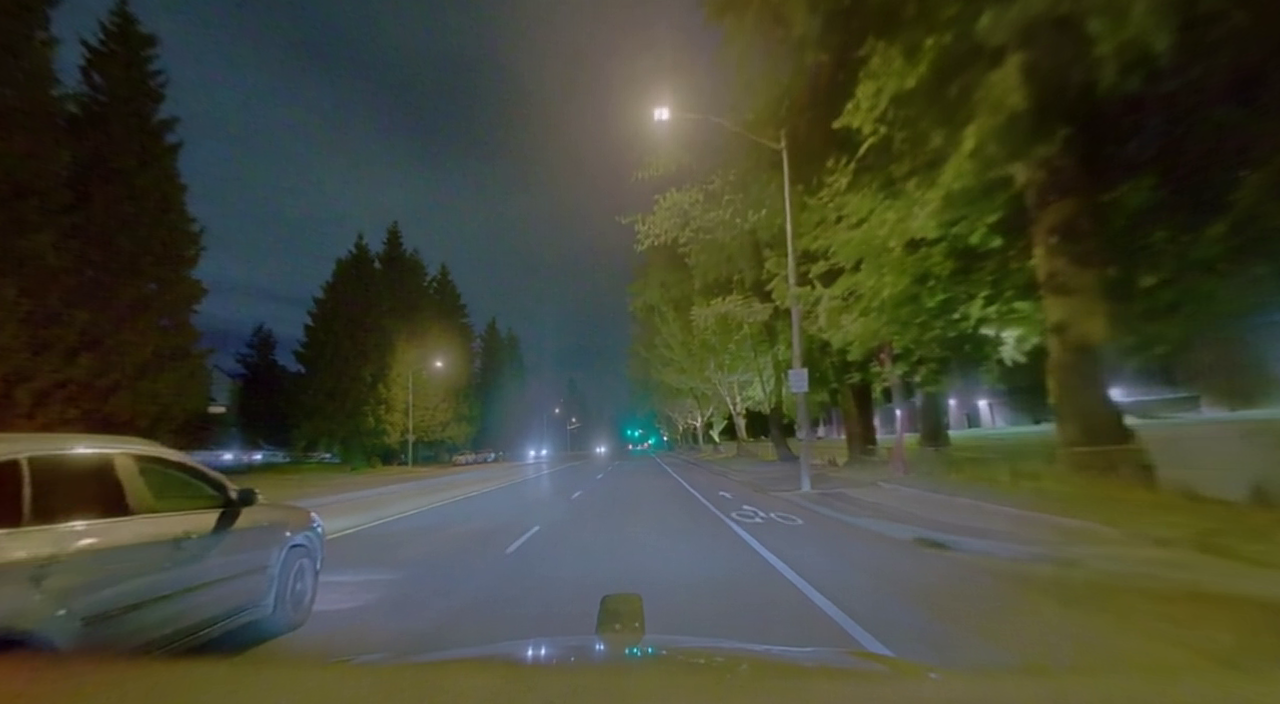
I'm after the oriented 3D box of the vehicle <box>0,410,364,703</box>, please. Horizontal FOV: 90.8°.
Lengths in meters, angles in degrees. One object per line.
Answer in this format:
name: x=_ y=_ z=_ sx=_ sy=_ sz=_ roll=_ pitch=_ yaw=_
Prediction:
vehicle: x=-3.316 y=1.032 z=2.767 sx=2.020 sy=1.478 sz=4.890 roll=0 pitch=-8 yaw=0
